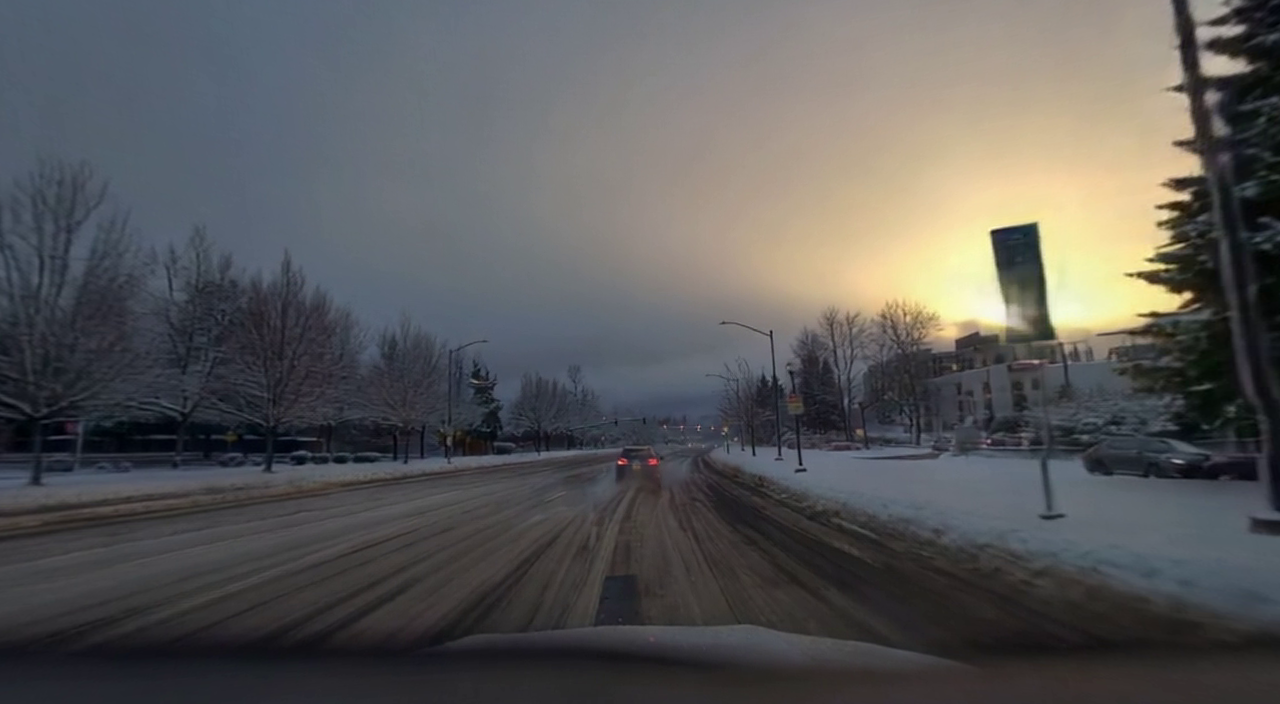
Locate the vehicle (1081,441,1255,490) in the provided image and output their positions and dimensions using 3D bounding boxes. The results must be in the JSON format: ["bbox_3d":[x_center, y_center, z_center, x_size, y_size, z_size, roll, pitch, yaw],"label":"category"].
[{"bbox_3d":[17.456,3.767,21.288,1.857,1.441,4.721,0,-9,1],"label":"vehicle"}]

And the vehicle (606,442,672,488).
[{"bbox_3d":[0.019,4.026,22.818,2.133,1.481,4.276,-1,-9,1],"label":"vehicle"}]
